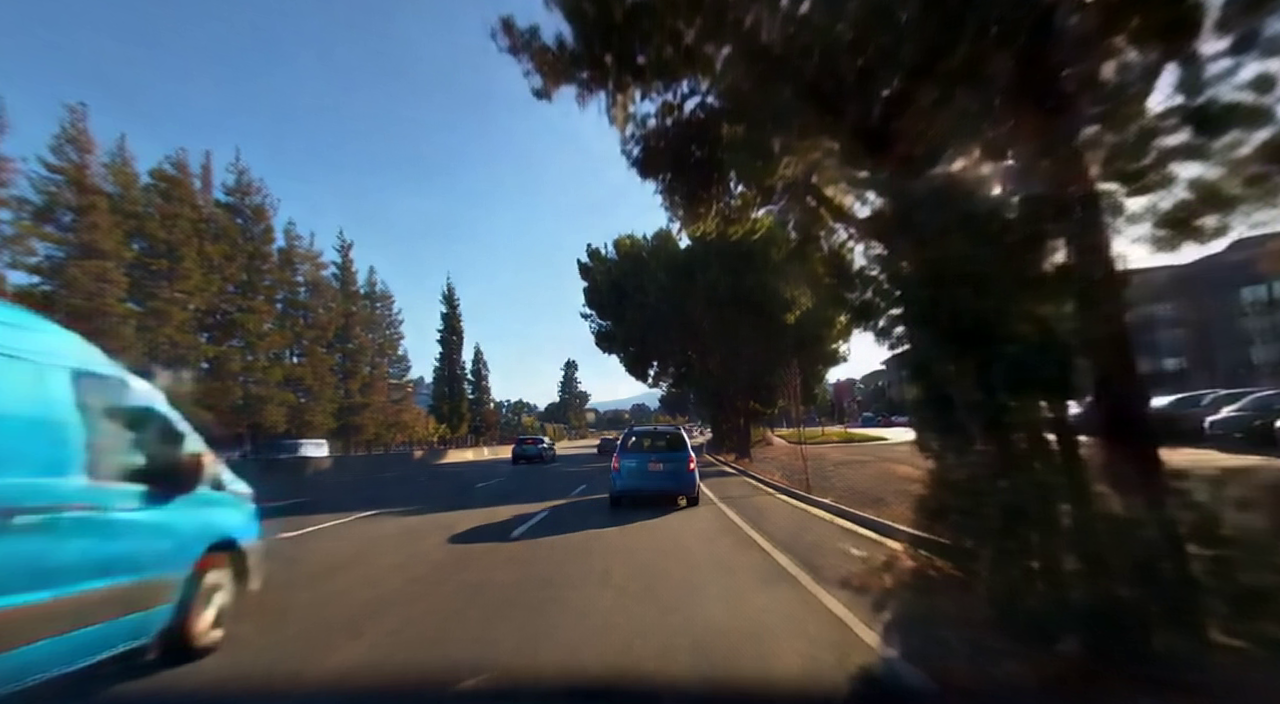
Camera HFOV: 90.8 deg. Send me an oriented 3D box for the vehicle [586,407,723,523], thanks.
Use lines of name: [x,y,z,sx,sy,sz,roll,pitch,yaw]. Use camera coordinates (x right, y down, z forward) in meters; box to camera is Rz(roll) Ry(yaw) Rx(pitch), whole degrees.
vehicle: [0.297,2.111,12.234,2.173,1.830,4.189,0,-8,2]

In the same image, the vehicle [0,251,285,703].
vehicle: [-3.717,0.523,1.510,2.486,2.074,5.456,0,-8,1]

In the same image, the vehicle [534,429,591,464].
vehicle: [-4.478,5.621,37.523,2.154,1.902,4.735,-1,-9,8]

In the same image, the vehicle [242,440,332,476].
vehicle: [-20.065,6.032,36.202,2.033,1.923,4.658,-1,-9,6]

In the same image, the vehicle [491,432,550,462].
vehicle: [-7.517,6.034,40.344,2.243,1.783,4.600,-2,-8,9]
